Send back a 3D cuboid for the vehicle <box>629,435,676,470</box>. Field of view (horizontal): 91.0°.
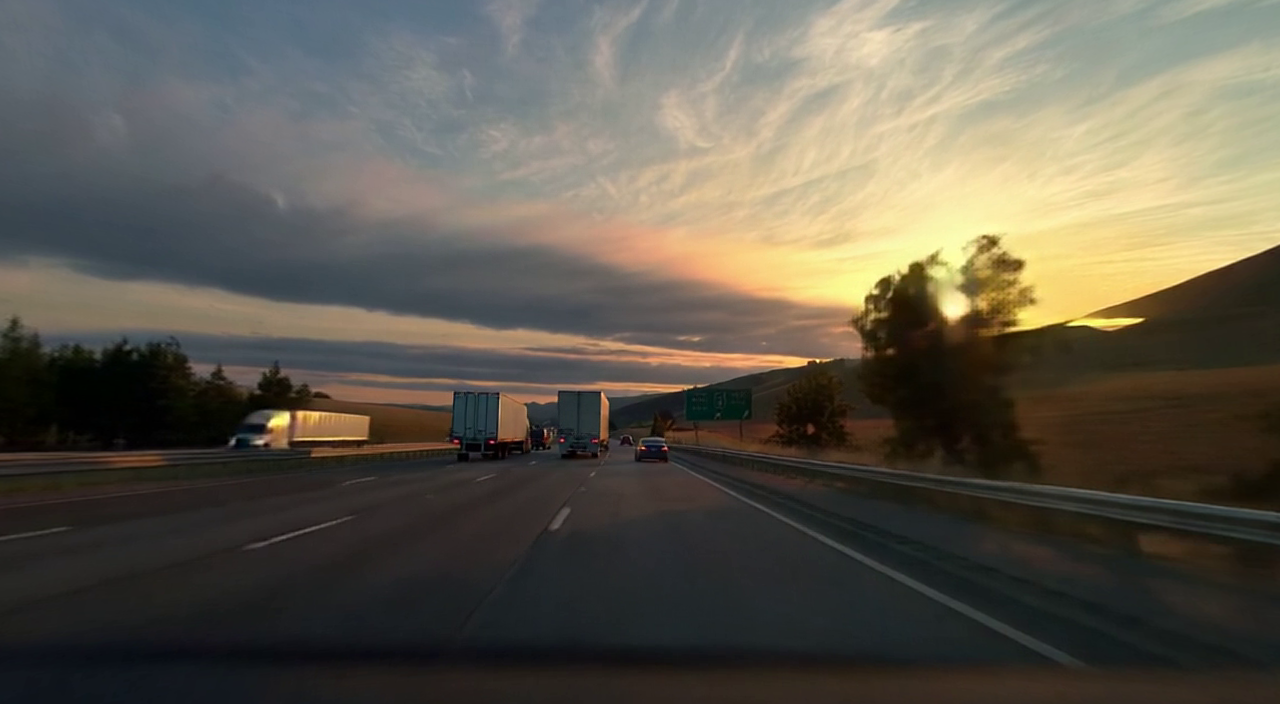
[{"bbox_3d":[0.507,4.538,28.670,1.891,1.477,3.599,0,-8,-3],"label":"vehicle"}]

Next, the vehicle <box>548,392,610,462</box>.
[{"bbox_3d":[-3.984,5.572,45.446,3.475,4.037,17.454,0,-8,-2],"label":"vehicle"}]

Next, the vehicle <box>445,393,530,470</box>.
[{"bbox_3d":[-7.431,4.056,31.791,2.728,3.405,7.096,0,-8,-2],"label":"vehicle"}]
